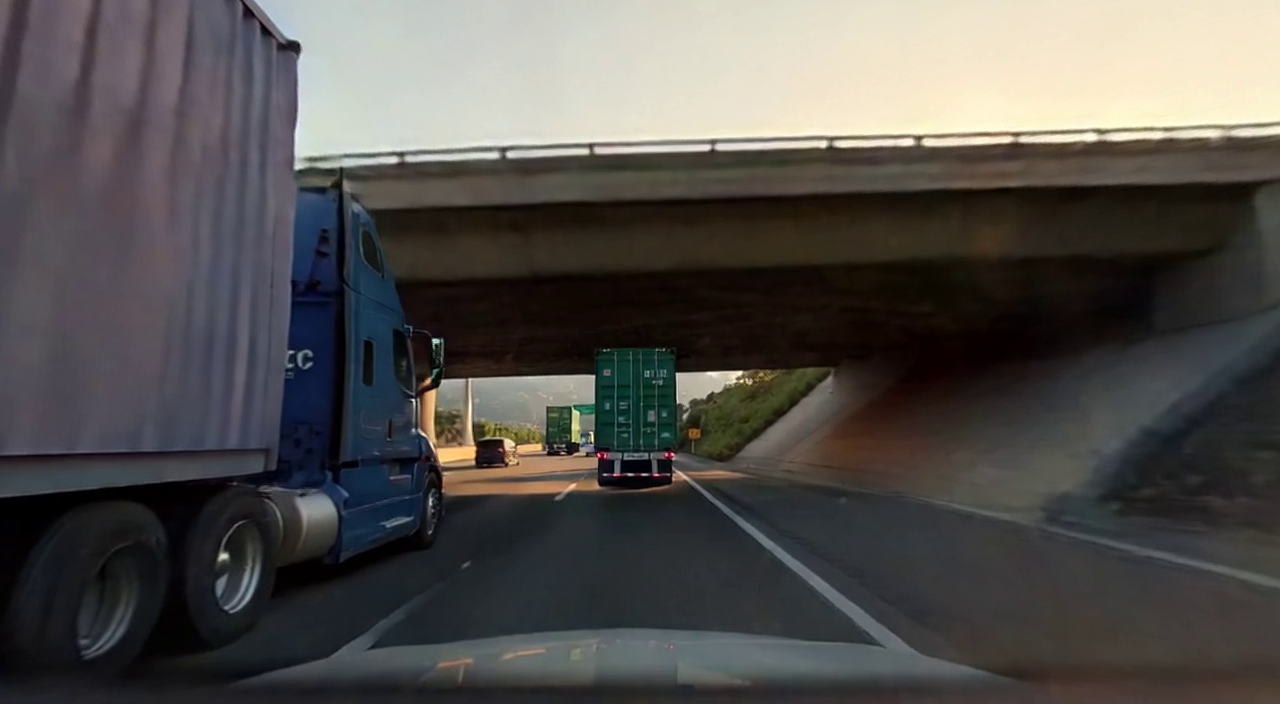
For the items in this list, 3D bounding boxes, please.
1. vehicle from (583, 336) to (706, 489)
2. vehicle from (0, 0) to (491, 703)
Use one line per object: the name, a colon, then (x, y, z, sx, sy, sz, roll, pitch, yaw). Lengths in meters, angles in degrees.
vehicle: (0.004, 2.204, 21.335, 3.357, 4.212, 7.519, 0, -9, -2)
vehicle: (-3.709, 0.110, 5.410, 3.187, 3.949, 6.963, 0, -9, 0)
